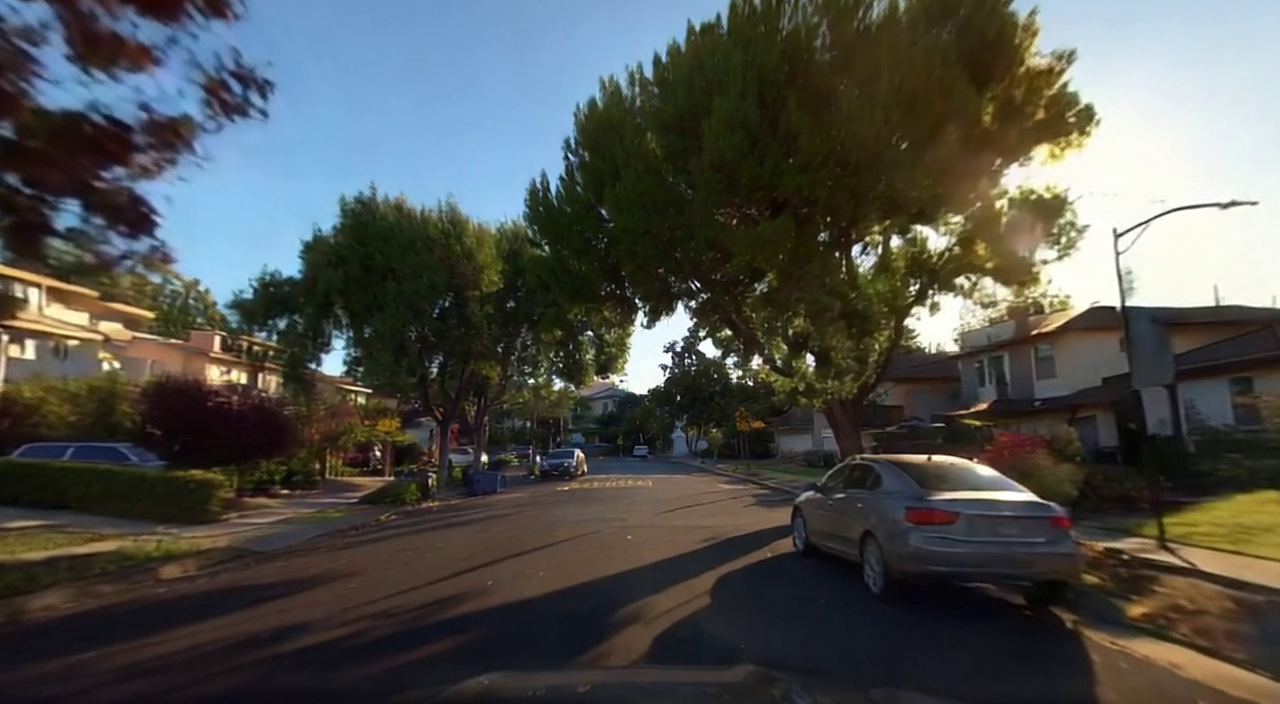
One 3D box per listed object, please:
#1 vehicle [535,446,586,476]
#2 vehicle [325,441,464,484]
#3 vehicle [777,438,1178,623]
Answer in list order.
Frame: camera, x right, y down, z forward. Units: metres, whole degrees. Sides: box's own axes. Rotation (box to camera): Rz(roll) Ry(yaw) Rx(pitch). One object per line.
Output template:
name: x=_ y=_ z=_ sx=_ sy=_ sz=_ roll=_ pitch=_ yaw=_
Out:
vehicle: x=-4.201 y=5.829 z=34.087 sx=1.987 sy=1.459 sz=4.473 roll=-1 pitch=-8 yaw=2
vehicle: x=-10.154 y=4.595 z=26.409 sx=4.933 sy=1.547 sz=2.125 roll=-2 pitch=-8 yaw=1
vehicle: x=3.107 y=1.710 z=7.136 sx=2.043 sy=1.411 sz=4.331 roll=0 pitch=-8 yaw=-2
